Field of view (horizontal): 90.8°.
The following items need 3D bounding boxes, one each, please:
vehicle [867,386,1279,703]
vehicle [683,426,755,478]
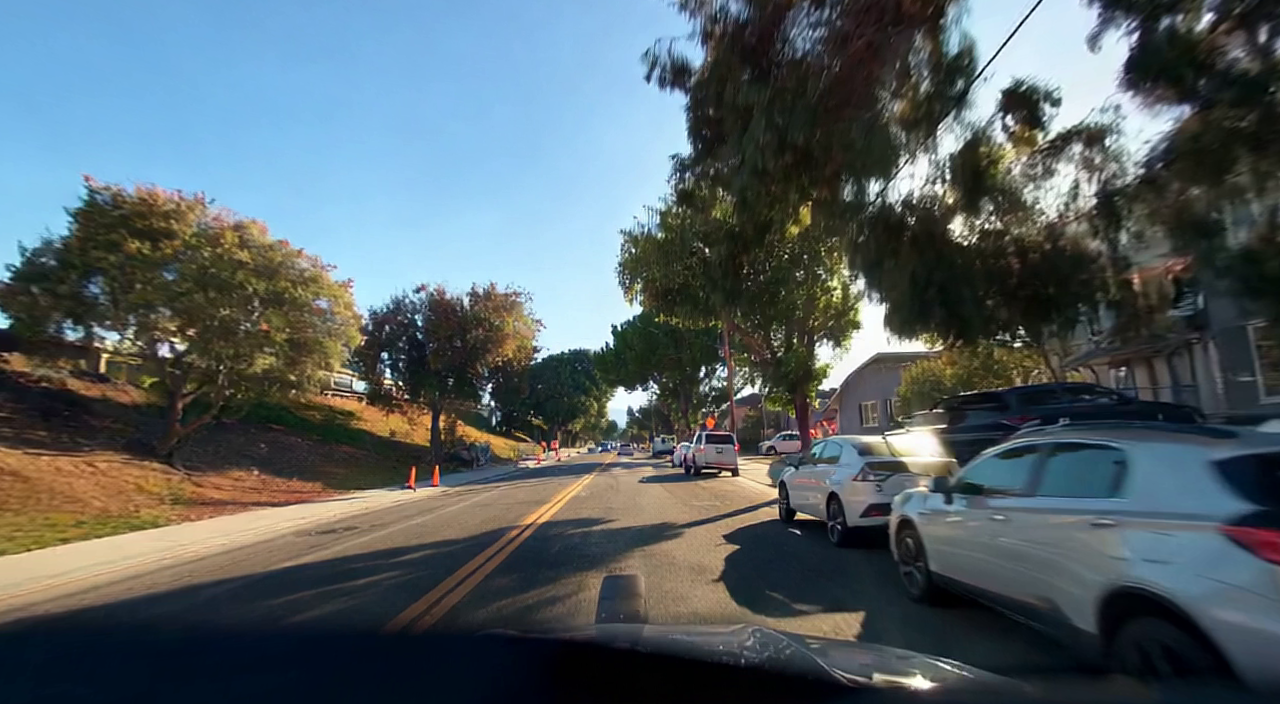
[{"bbox_3d":[3.282,1.122,3.811,2.019,1.517,4.434,0,-9,-2],"label":"vehicle"},{"bbox_3d":[3.145,4.153,26.329,2.293,1.957,4.934,0,-9,0],"label":"vehicle"}]
